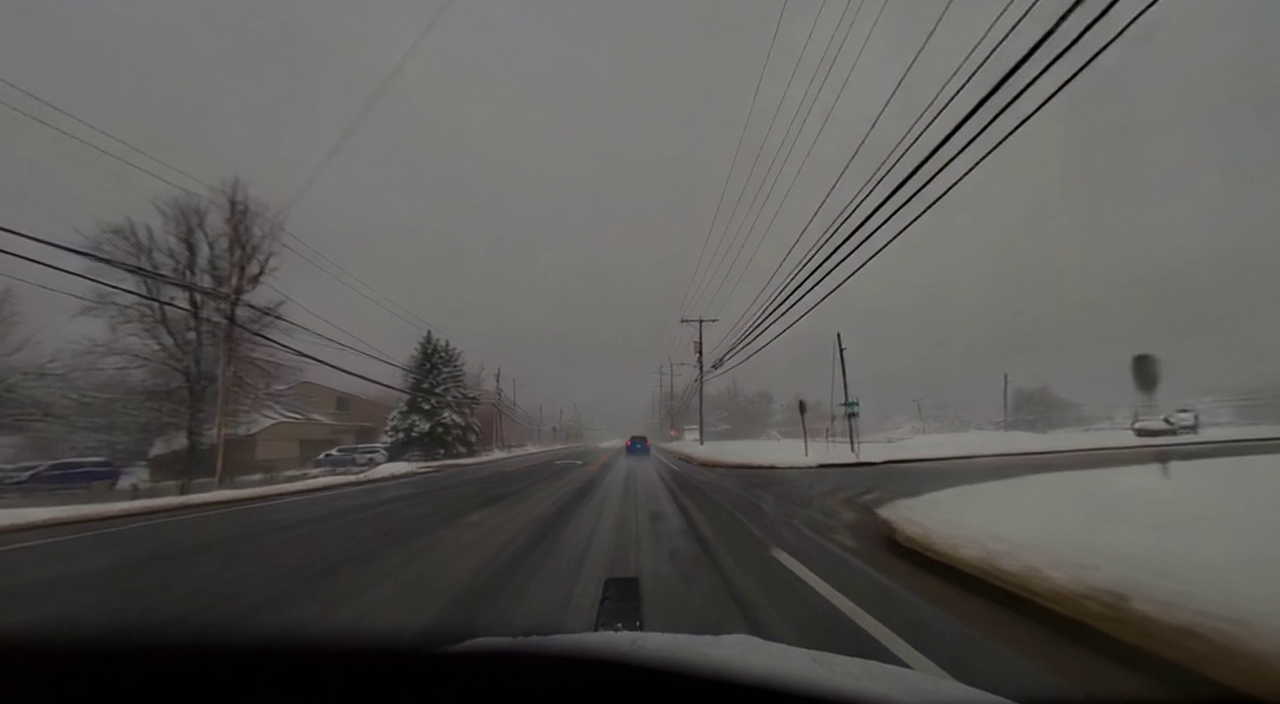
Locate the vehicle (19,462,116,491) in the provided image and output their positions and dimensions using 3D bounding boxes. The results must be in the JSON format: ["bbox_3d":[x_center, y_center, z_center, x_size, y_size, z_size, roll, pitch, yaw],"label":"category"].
[{"bbox_3d":[-34.726,7.515,38.399,1.808,1.527,4.145,-8,-12,44],"label":"vehicle"}]
